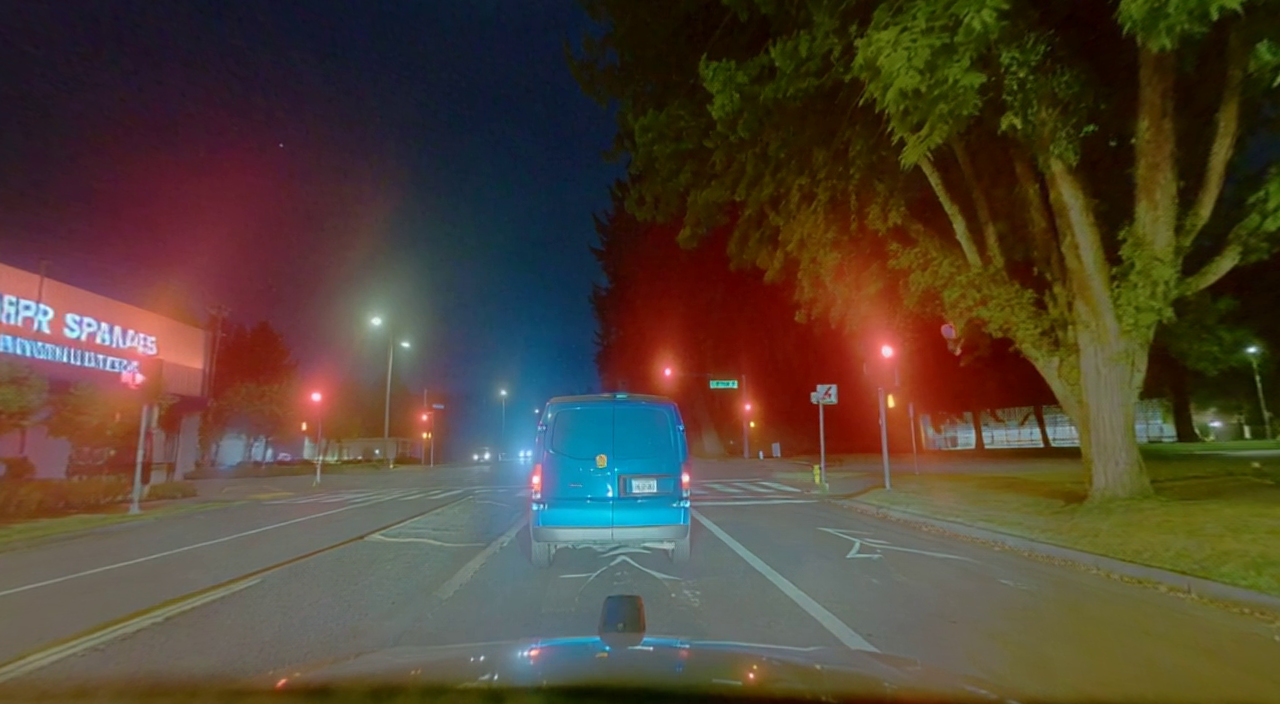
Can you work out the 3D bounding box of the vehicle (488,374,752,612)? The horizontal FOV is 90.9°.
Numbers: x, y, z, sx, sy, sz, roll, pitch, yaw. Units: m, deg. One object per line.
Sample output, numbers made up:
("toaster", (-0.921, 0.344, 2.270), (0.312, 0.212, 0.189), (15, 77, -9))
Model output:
("vehicle", (-0.291, 1.463, 7.288), (2.181, 1.949, 3.932), (1, -9, -4))
